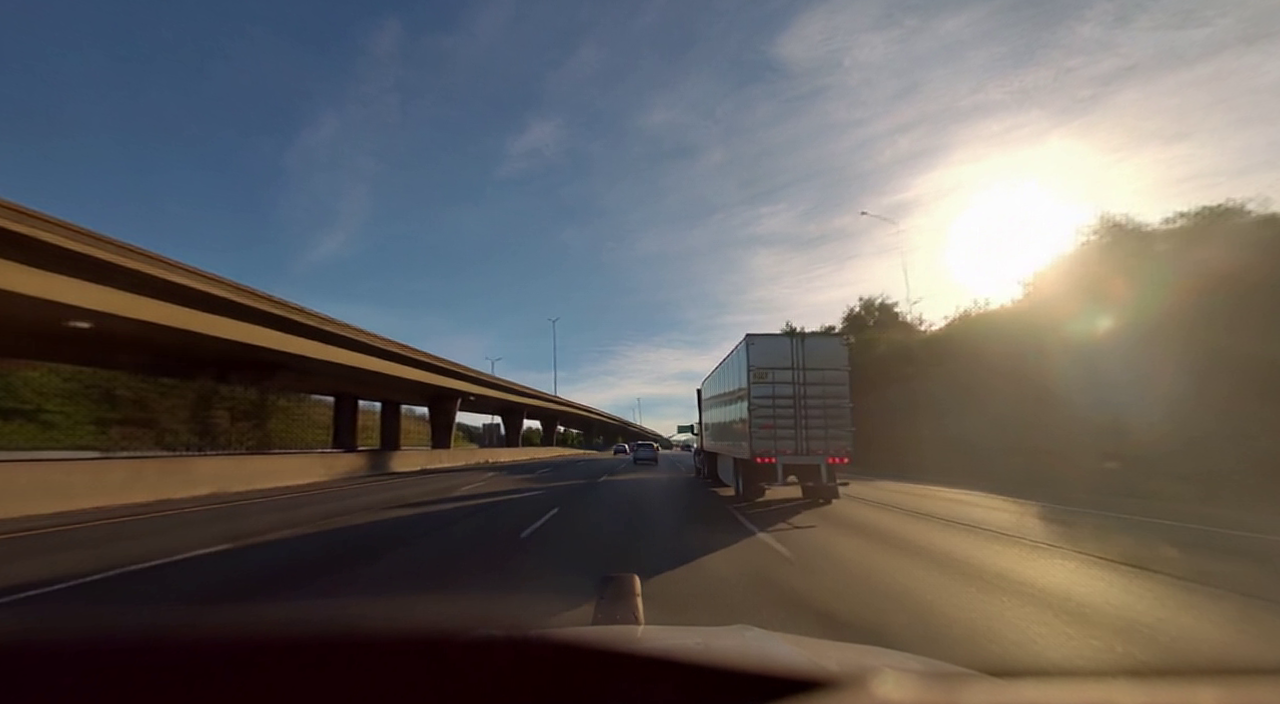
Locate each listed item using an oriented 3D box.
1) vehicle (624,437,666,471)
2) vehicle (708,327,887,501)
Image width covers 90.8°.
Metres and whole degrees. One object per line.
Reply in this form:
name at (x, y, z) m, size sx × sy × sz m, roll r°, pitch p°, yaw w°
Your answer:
vehicle at (0.310, 5.407, 33.642) m, size 2.077 × 1.716 × 4.514 m, roll 0°, pitch -9°, yaw 1°
vehicle at (4.196, 2.154, 19.796) m, size 2.964 × 4.063 × 10.072 m, roll 0°, pitch -9°, yaw 0°
